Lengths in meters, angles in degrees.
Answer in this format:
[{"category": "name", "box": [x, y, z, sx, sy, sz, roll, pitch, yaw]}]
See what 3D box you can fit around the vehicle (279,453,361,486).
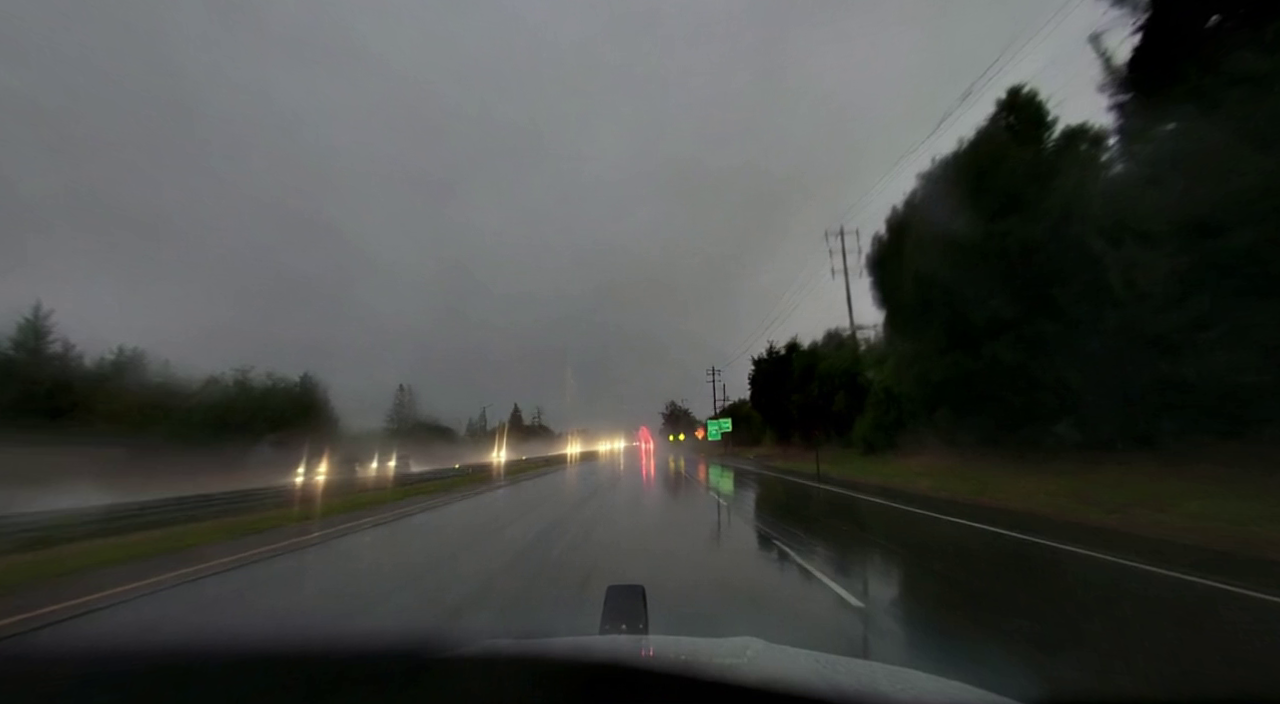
[{"category": "vehicle", "box": [-16.851, 6.182, 33.499, 1.904, 1.491, 4.685, -1, -8, 0]}]
